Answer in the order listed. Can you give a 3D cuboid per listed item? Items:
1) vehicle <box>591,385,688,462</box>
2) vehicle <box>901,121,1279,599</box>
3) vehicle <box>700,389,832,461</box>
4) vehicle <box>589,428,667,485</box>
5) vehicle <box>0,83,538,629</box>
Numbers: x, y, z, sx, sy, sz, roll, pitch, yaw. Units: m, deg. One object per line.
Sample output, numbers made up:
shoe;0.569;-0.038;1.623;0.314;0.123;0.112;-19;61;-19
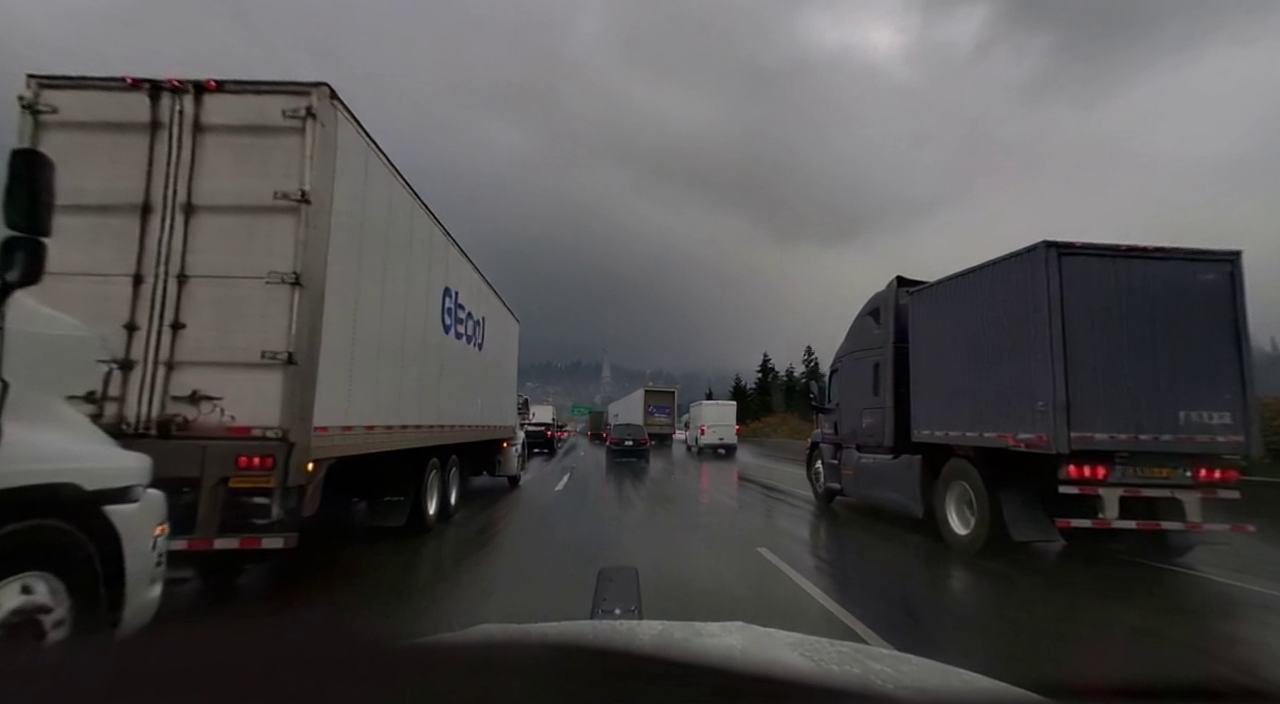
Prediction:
vehicle;-0.526;4.793;40.878;2.899;4.112;13.912;2;-8;-15
vehicle;7.233;-0.085;4.414;2.758;4.032;11.419;3;-8;-20
vehicle;7.785;4.925;41.602;2.866;4.057;11.808;3;-8;-19
vehicle;-0.491;3.151;19.406;2.060;1.540;4.374;1;-8;-5
vehicle;-3.813;0.607;9.417;2.919;3.779;10.307;0;-8;0
